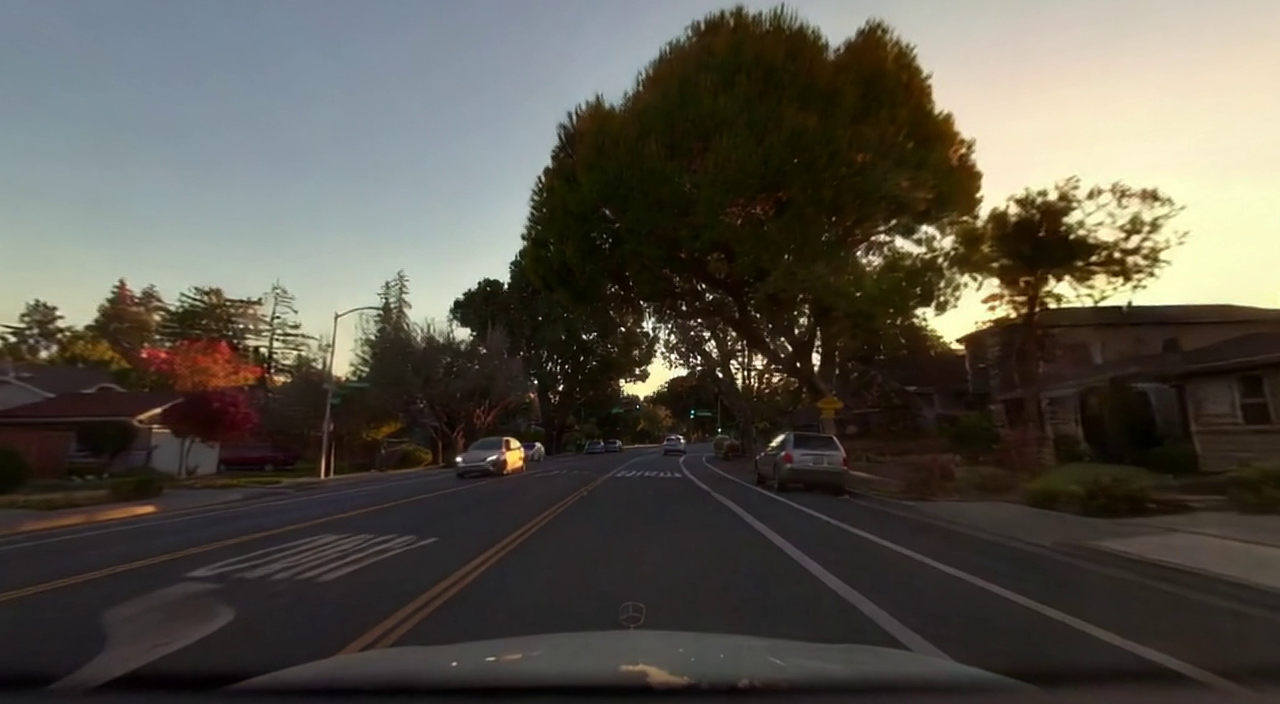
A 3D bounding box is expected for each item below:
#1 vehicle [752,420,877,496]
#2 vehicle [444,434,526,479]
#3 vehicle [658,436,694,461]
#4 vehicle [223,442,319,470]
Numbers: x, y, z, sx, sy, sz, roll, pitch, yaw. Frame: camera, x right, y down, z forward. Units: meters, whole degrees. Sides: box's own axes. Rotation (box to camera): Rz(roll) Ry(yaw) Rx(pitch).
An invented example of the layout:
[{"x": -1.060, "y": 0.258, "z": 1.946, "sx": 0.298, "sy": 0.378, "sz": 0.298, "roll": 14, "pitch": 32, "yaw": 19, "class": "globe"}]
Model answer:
[{"x": 4.885, "y": 3.073, "z": 18.608, "sx": 2.233, "sy": 1.887, "sz": 5.347, "roll": 0, "pitch": -9, "yaw": 1, "class": "vehicle"}, {"x": -7.026, "y": 4.802, "z": 29.221, "sx": 2.200, "sy": 1.852, "sz": 4.897, "roll": -1, "pitch": -9, "yaw": 4, "class": "vehicle"}, {"x": 2.610, "y": 6.829, "z": 44.574, "sx": 2.115, "sy": 1.679, "sz": 4.235, "roll": -1, "pitch": -9, "yaw": 9, "class": "vehicle"}, {"x": -24.669, "y": 6.969, "z": 42.335, "sx": 4.999, "sy": 1.735, "sz": 2.227, "roll": 1, "pitch": -9, "yaw": -9, "class": "vehicle"}]
